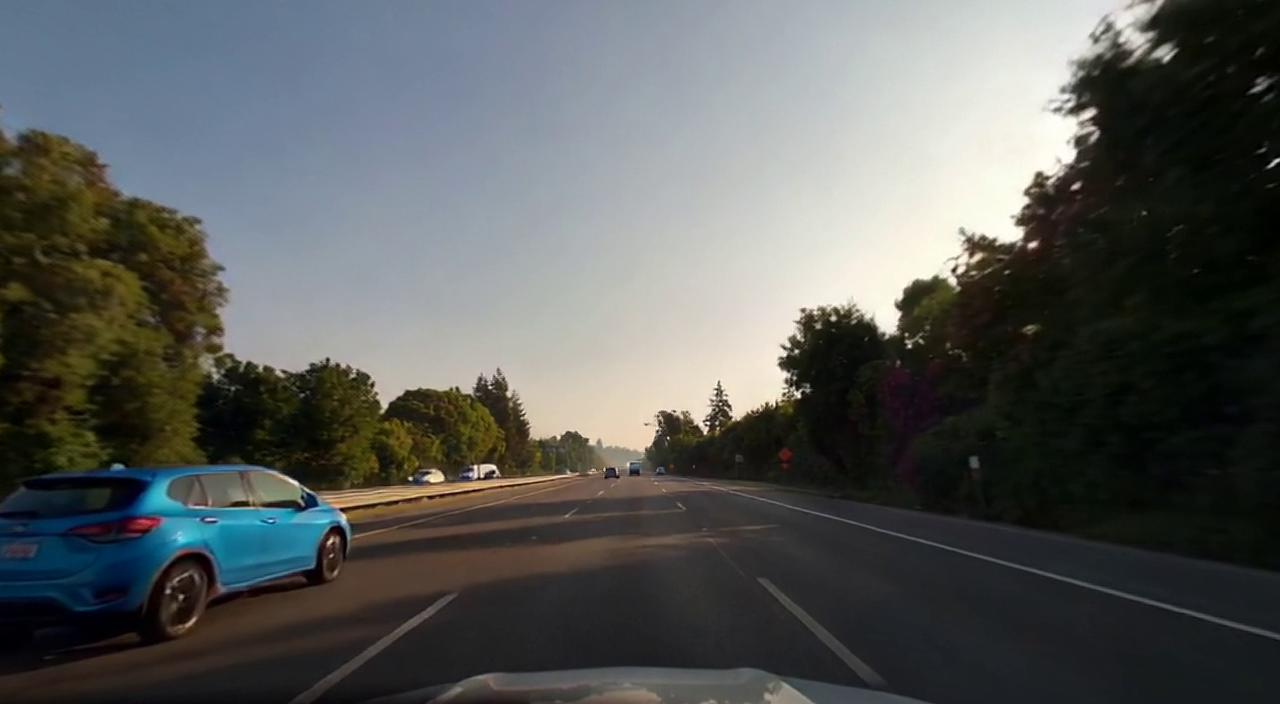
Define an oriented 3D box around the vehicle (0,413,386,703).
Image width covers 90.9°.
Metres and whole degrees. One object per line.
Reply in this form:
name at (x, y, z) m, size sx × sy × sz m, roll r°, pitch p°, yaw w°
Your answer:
vehicle at (-3.902, 1.441, 5.257) m, size 1.797 × 1.532 × 4.072 m, roll 1°, pitch -10°, yaw 0°
